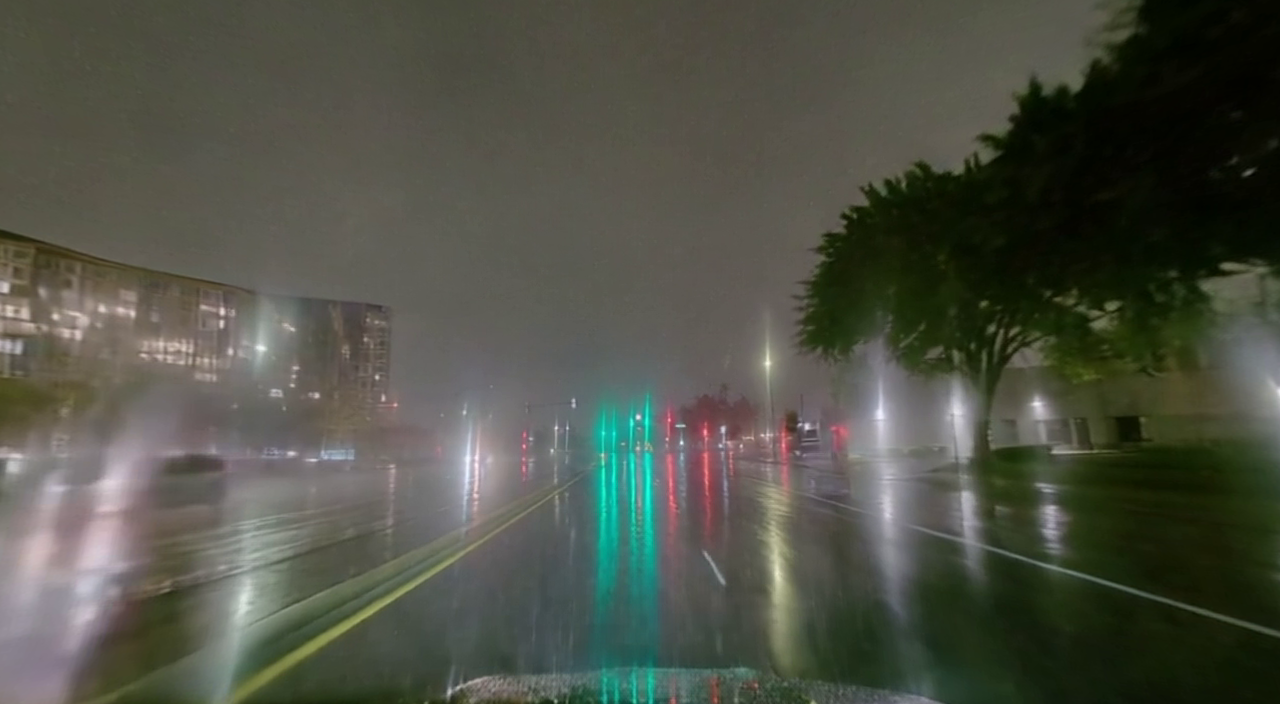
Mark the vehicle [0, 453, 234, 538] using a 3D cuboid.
[{"bbox_3d":[-11.810,3.125,14.441,1.918,1.546,4.683,0,-9,0],"label":"vehicle"}]

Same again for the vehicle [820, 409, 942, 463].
[{"bbox_3d":[16.619,5.824,43.893,7.225,3.553,2.709,0,-9,-4],"label":"vehicle"}]
